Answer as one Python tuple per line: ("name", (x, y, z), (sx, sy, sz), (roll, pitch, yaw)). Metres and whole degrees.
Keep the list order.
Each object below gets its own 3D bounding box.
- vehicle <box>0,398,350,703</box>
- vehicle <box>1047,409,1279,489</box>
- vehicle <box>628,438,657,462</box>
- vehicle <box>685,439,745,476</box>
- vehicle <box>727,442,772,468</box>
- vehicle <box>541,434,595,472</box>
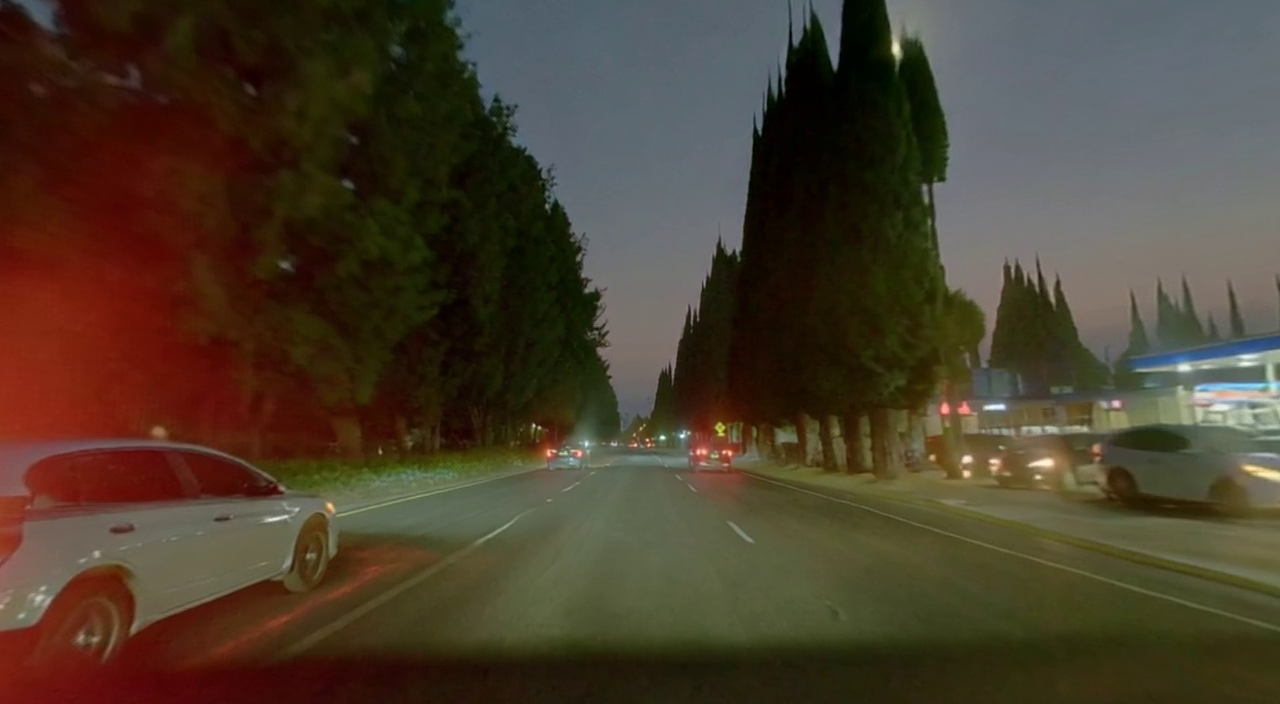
("vehicle", (-4.119, 1.143, 4.047), (1.988, 1.530, 5.155), (0, -9, 1))
("vehicle", (13.906, 2.554, 16.727), (2.097, 1.779, 4.720), (4, -9, -23))
("vehicle", (0.175, 6.922, 44.469), (1.922, 1.579, 3.642), (0, -9, 1))
("vehicle", (3.216, 4.632, 27.849), (2.010, 1.486, 4.498), (0, -9, -1))
("vehicle", (6.468, 6.137, 37.798), (1.856, 1.421, 4.357), (0, -9, -1))
("vehicle", (-3.532, 5.053, 31.674), (2.051, 1.747, 4.370), (0, -9, 1))
